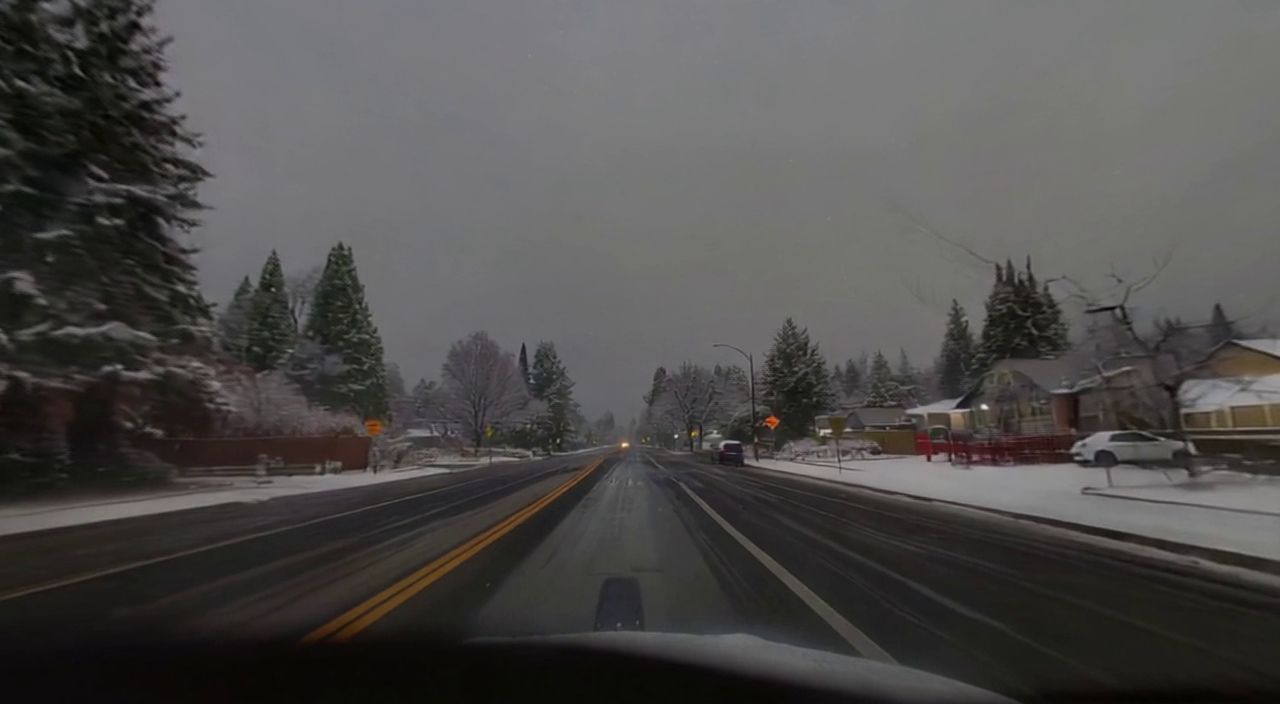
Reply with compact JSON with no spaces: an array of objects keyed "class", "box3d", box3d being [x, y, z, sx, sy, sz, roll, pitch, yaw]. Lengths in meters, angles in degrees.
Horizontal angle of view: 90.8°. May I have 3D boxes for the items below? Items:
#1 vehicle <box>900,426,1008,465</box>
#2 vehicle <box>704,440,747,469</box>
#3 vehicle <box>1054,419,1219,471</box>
[{"class":"vehicle","box3d":[17.846,5.350,36.126,4.937,2.091,2.263,0,-8,2]},{"class":"vehicle","box3d":[6.254,7.563,46.772,2.396,2.004,4.943,0,-8,-1]},{"class":"vehicle","box3d":[20.455,3.860,26.230,4.832,1.850,2.294,-2,-9,0]}]
